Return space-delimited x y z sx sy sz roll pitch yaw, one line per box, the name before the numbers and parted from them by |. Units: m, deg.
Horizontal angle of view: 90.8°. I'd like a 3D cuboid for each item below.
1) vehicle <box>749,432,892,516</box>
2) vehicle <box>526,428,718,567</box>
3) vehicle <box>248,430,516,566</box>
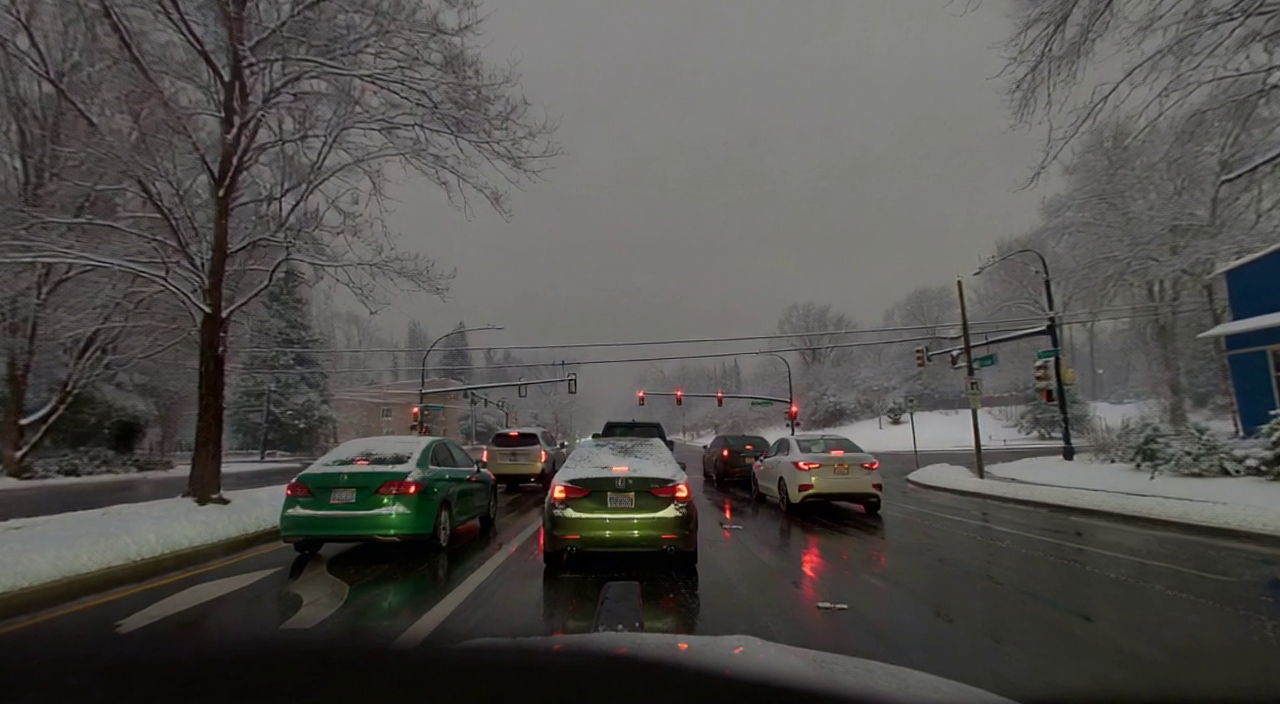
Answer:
vehicle | 3.556 2.465 13.267 1.880 1.476 3.932 0 -8 1
vehicle | -0.199 1.836 8.705 2.041 1.450 3.847 0 -8 0
vehicle | -3.200 1.884 8.940 1.917 1.441 4.128 -1 -8 2
